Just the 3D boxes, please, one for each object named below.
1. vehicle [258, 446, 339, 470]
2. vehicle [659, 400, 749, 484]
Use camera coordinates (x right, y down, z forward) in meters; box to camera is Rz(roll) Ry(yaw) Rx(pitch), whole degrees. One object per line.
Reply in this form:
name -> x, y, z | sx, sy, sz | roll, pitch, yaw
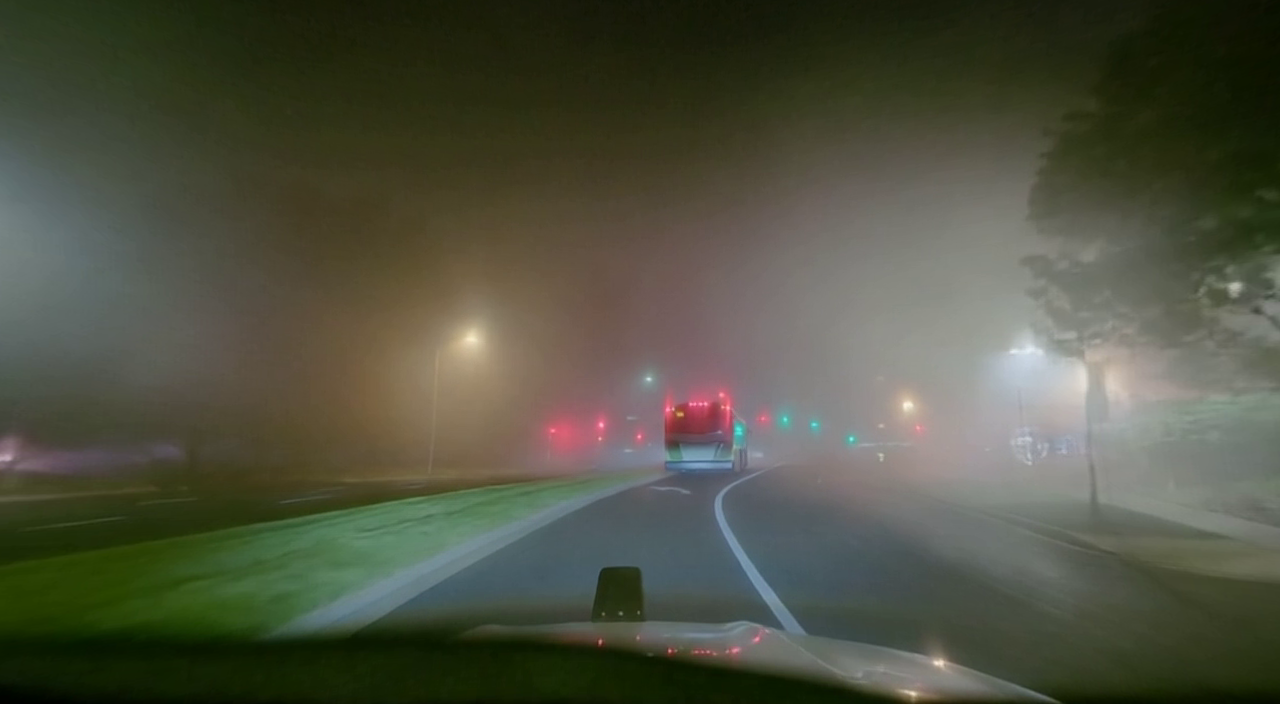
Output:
vehicle -> -23.229, 7.184, 42.959 | 1.798, 1.484, 4.546 | -5, -9, 29
vehicle -> 3.585, 4.619, 31.634 | 3.031, 3.429, 11.005 | -1, -10, 14
